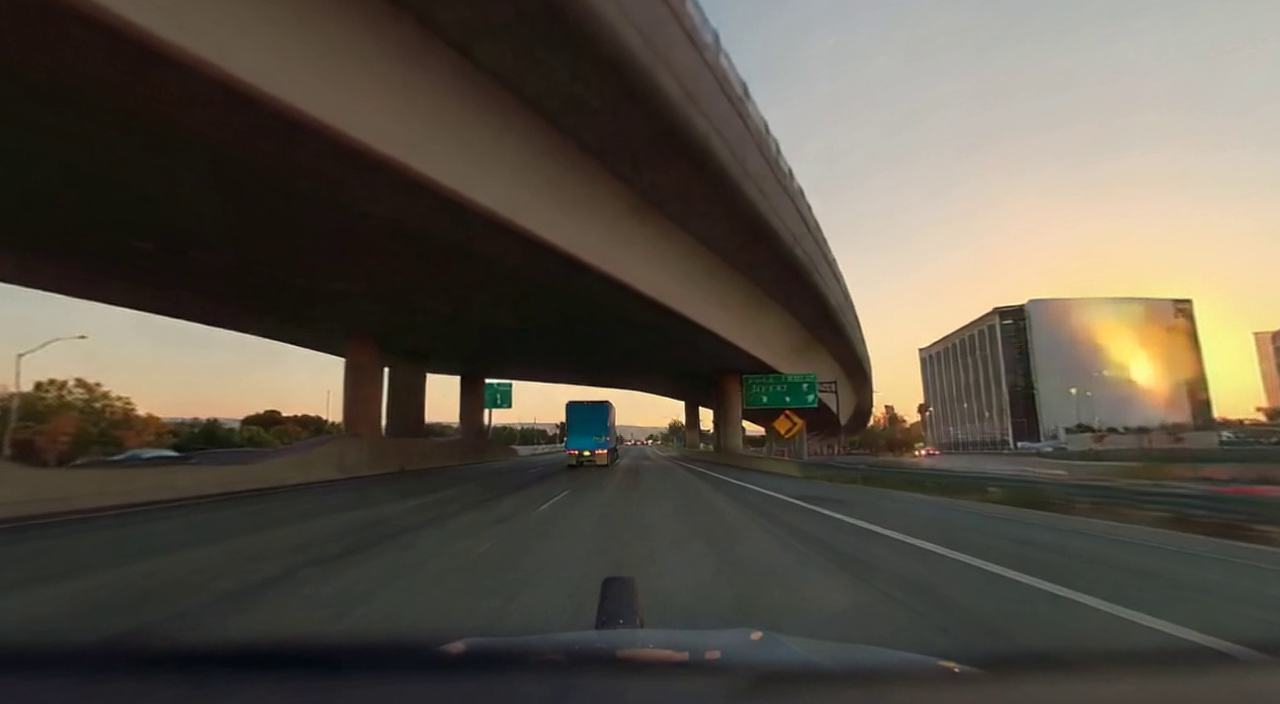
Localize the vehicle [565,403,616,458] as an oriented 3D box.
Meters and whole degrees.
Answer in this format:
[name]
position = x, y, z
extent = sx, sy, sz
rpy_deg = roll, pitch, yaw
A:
[vehicle]
position = -3.687, 6.355, 49.711
extent = 3.059, 3.867, 10.343
rpy_deg = 0, -9, 1
